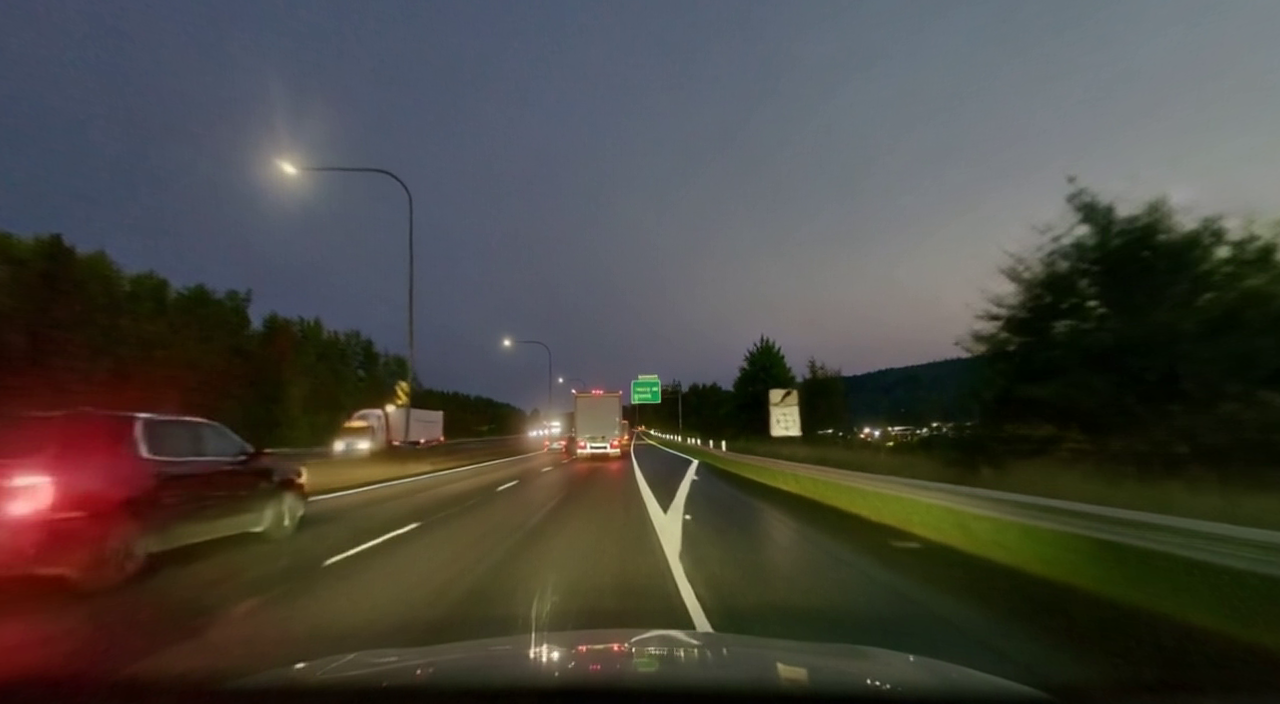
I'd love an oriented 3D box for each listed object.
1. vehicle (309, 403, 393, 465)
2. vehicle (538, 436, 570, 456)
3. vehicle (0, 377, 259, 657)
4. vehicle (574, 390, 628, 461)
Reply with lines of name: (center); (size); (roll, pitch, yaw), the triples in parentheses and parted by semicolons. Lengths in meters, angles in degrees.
vehicle: (-19.535, 5.599, 43.033); (2.953, 3.896, 5.885); (0, -8, -1)
vehicle: (-6.586, 7.181, 48.421); (1.931, 1.479, 4.083); (0, -8, -1)
vehicle: (-4.855, 1.042, 4.166); (2.068, 1.647, 4.321); (0, -8, -2)
vehicle: (-2.187, 4.463, 37.594); (2.855, 3.741, 8.587); (0, -8, -2)
